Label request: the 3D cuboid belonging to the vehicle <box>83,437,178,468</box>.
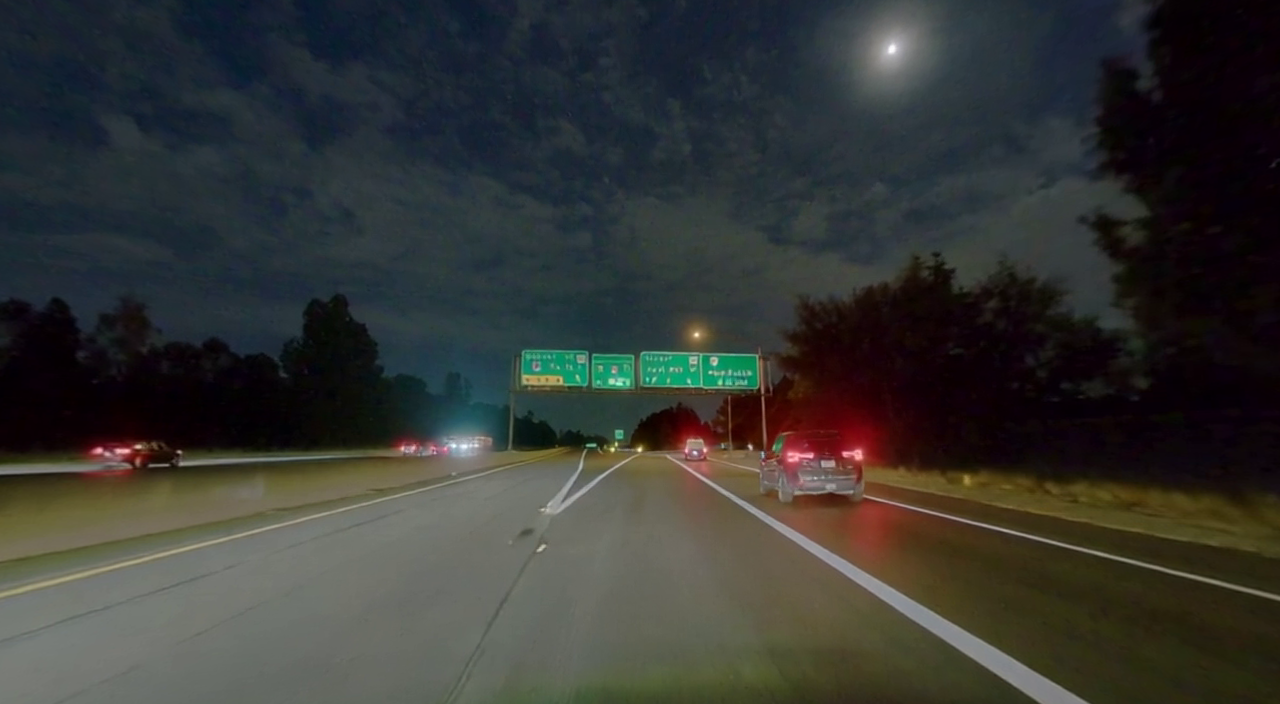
[{"bbox_3d":[-32.687,6.450,40.691,2.168,1.824,4.932,0,-8,-3],"label":"vehicle"}]
